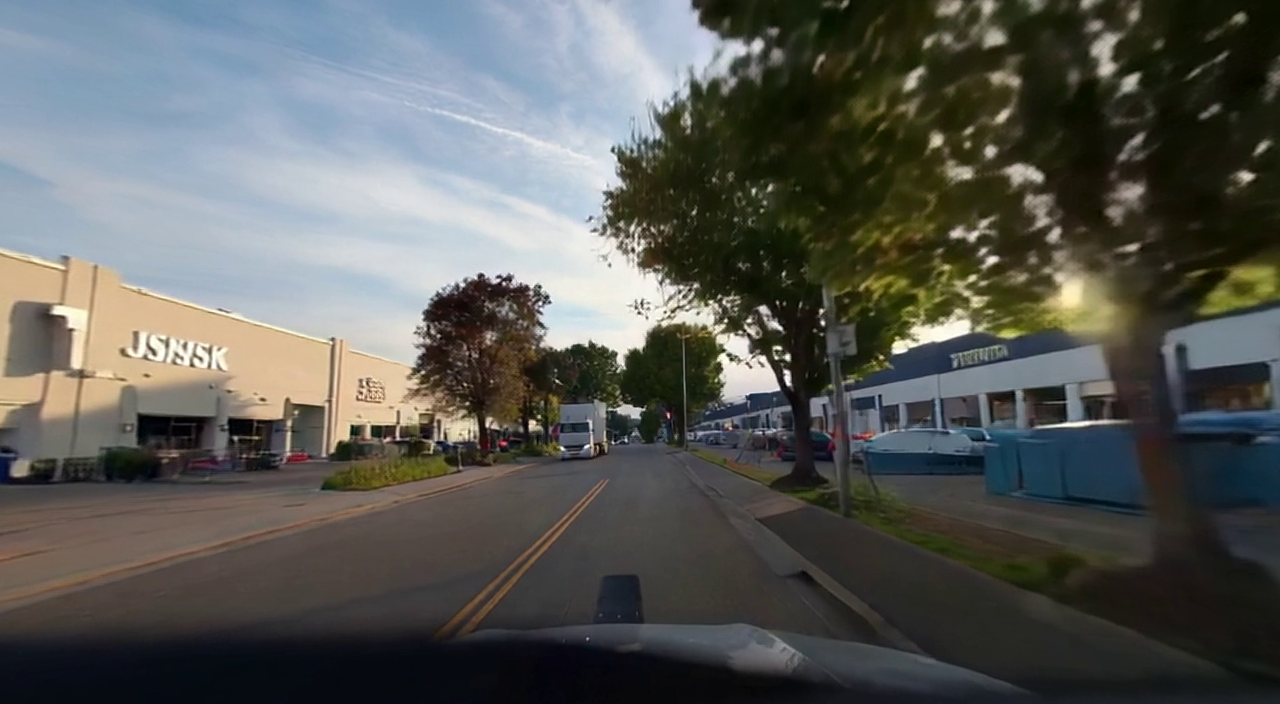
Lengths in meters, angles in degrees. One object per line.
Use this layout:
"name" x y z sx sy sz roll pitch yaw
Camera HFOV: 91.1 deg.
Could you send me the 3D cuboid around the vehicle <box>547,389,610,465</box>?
"vehicle" -4.279 5.700 47.558 2.976 4.754 15.127 -1 -7 1
